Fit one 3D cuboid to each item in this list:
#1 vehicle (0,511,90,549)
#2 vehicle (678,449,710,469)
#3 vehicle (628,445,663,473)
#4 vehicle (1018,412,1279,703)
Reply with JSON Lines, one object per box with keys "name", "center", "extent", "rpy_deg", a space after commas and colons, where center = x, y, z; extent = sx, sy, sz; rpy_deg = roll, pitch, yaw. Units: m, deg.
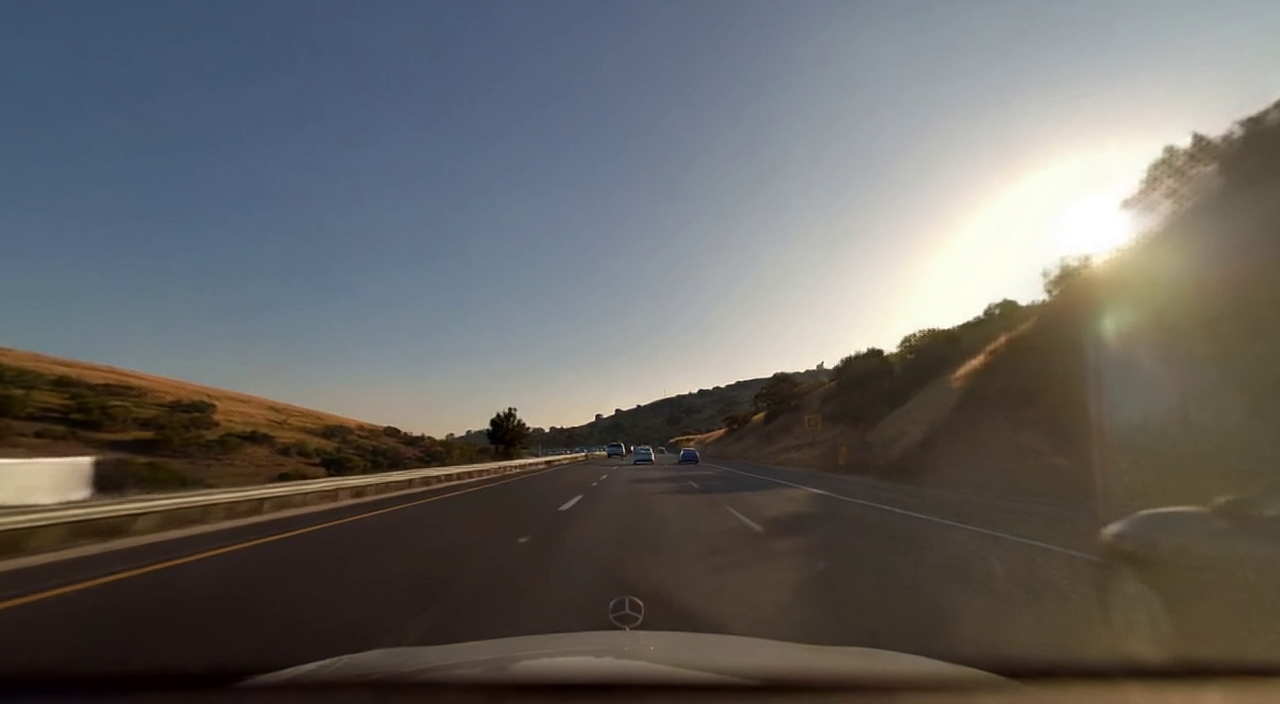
{"name": "vehicle", "center": [-32.258, 9.513, 33.955], "extent": [1.678, 1.496, 3.845], "rpy_deg": [0, -9, 1]}
{"name": "vehicle", "center": [3.958, 7.909, 46.662], "extent": [1.976, 1.352, 3.602], "rpy_deg": [0, -9, 0]}
{"name": "vehicle", "center": [0.310, 6.441, 38.174], "extent": [1.986, 1.576, 4.312], "rpy_deg": [0, -9, 0]}
{"name": "vehicle", "center": [3.778, 0.960, 2.317], "extent": [2.020, 1.500, 4.416], "rpy_deg": [0, -9, 0]}
